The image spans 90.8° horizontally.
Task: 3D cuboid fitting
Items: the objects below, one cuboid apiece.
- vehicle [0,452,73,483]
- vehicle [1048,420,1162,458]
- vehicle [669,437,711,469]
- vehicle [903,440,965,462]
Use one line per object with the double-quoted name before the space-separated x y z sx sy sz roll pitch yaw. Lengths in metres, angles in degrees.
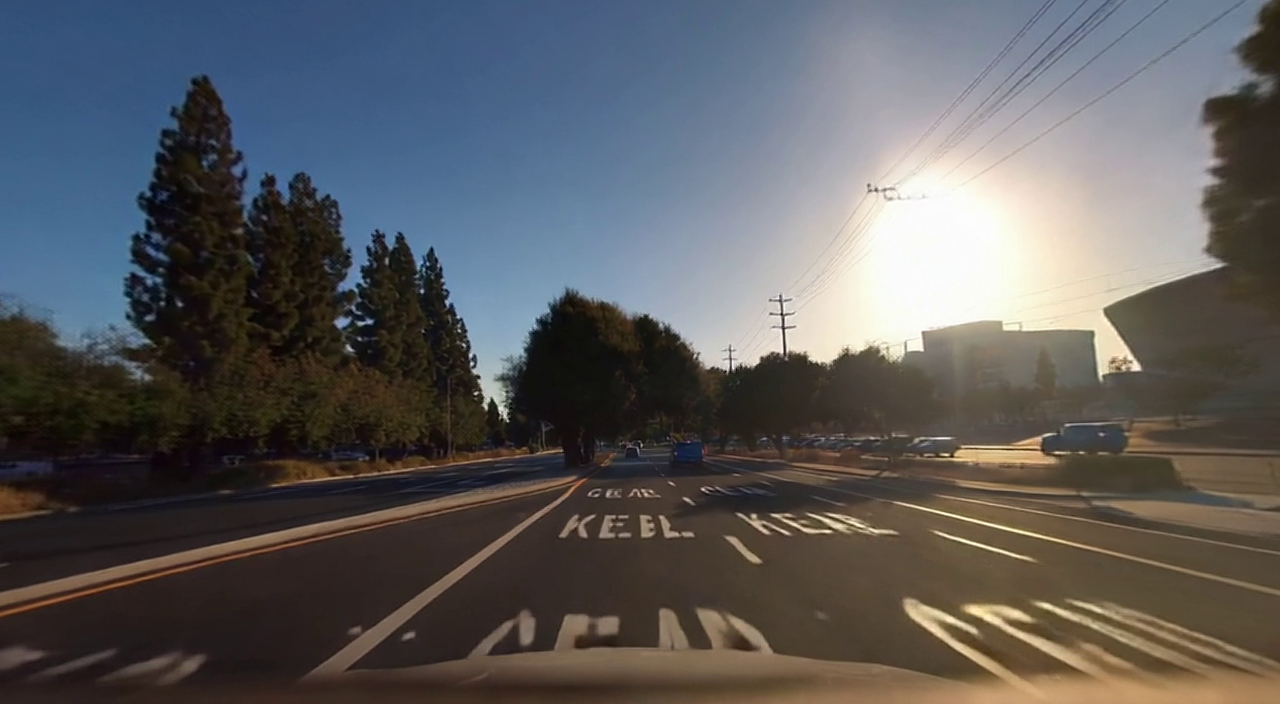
"vehicle" -40.093 7.481 41.003 4.422 1.874 2.112 1 -8 -1
"vehicle" 29.535 5.596 40.512 2.406 2.215 6.315 0 -8 0
"vehicle" 3.026 6.173 38.858 2.086 1.803 4.607 1 -8 -2
"vehicle" 20.011 6.757 43.267 1.980 1.423 4.793 1 -8 0
